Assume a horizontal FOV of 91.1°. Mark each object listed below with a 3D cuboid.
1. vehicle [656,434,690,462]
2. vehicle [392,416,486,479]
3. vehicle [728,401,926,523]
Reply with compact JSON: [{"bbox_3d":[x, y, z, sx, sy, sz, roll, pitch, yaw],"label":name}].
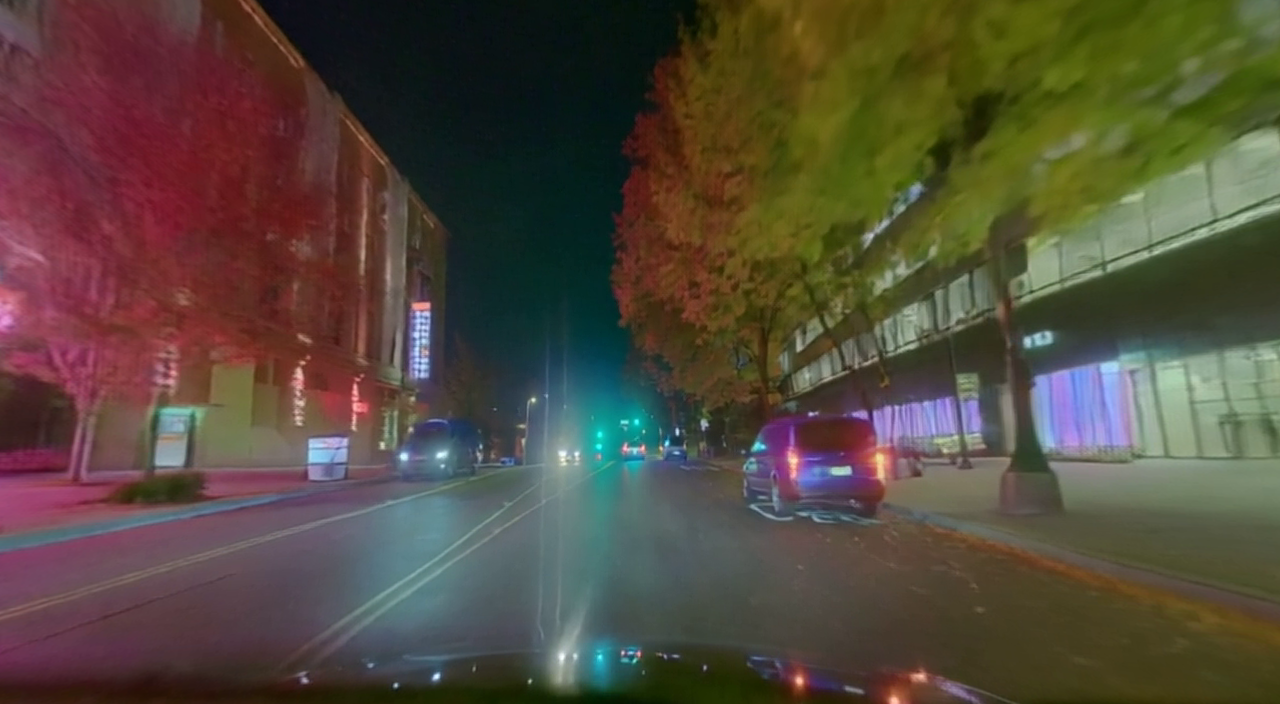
[{"bbox_3d":[2.480,7.043,46.304,2.147,1.968,4.478,-1,-8,7],"label":"vehicle"},{"bbox_3d":[-9.022,4.339,28.941,2.348,2.588,5.860,0,-8,0],"label":"vehicle"},{"bbox_3d":[3.439,2.160,12.954,2.357,1.986,5.136,0,-8,-2],"label":"vehicle"}]
